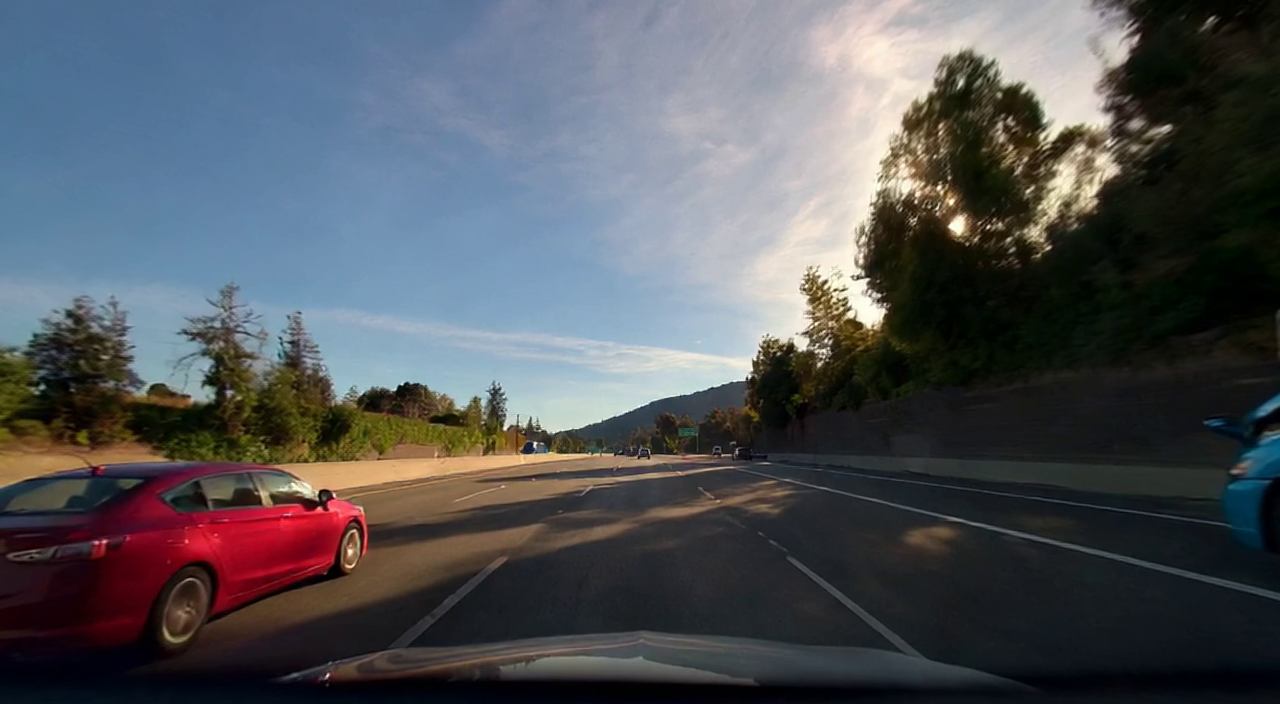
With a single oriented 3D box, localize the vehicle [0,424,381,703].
[{"bbox_3d":[-3.809,1.332,4.598,1.873,1.438,4.546,-1,-9,1],"label":"vehicle"}]
